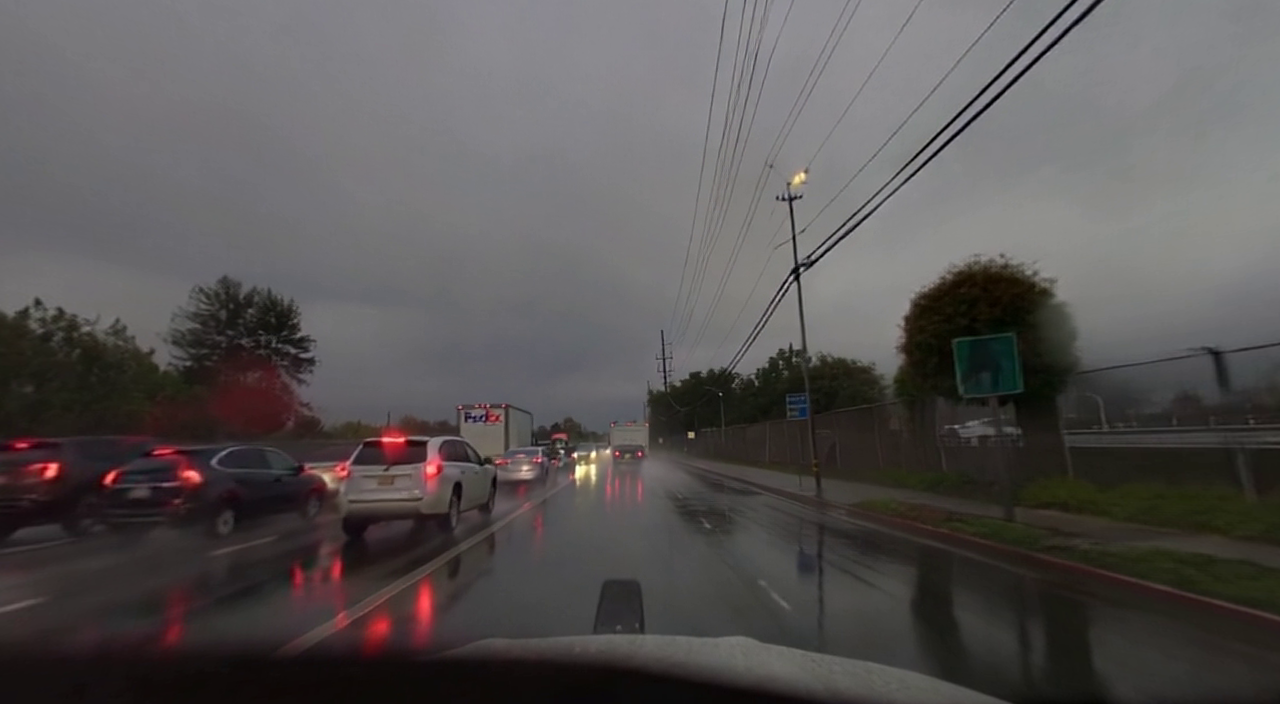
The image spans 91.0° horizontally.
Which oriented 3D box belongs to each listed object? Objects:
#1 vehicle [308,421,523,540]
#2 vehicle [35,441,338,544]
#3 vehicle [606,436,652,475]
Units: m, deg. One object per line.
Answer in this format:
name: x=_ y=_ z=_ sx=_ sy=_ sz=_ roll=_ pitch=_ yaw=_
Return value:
vehicle: x=-3.648 y=2.183 z=11.459 sx=2.057 sy=1.673 sz=4.934 roll=0 pitch=-8 yaw=0
vehicle: x=-7.846 y=2.409 z=11.744 sx=1.909 sy=1.473 sz=5.050 roll=0 pitch=-8 yaw=0
vehicle: x=-0.538 y=4.875 z=29.860 sx=2.055 sy=1.671 sz=4.147 roll=0 pitch=-8 yaw=-1
